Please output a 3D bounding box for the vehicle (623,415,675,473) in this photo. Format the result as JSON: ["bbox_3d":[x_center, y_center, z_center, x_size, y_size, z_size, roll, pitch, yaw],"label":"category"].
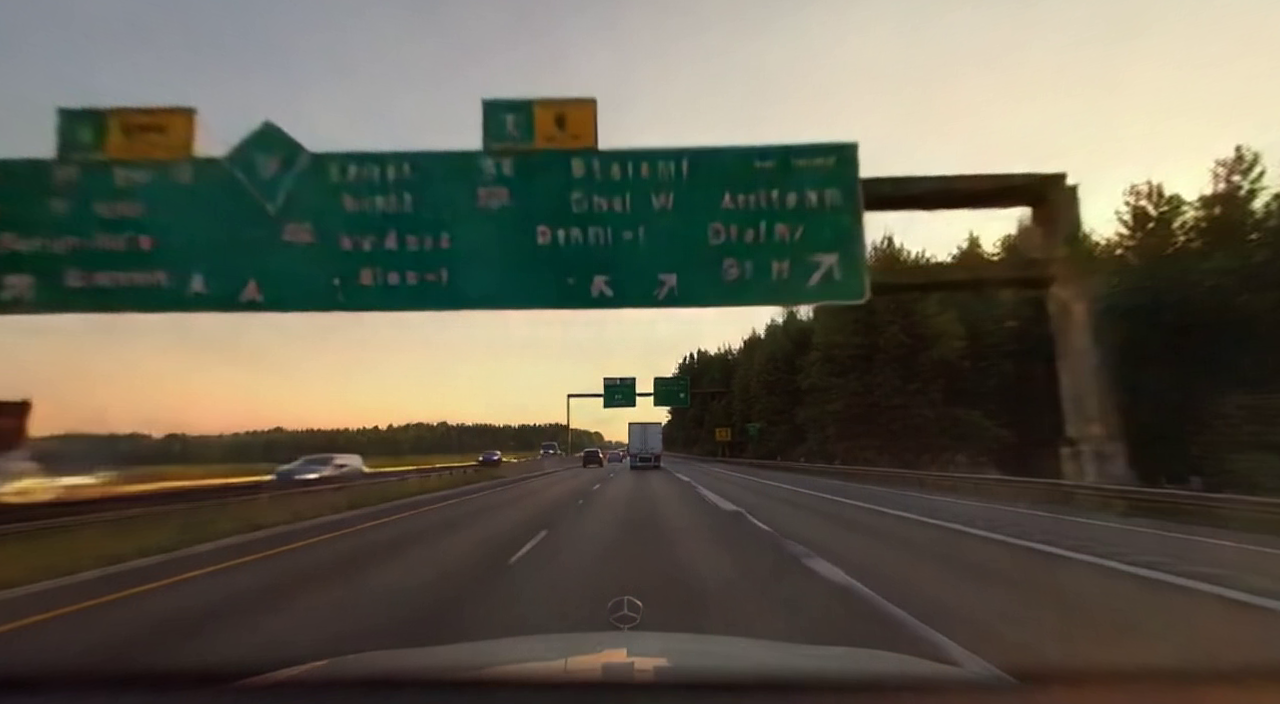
[{"bbox_3d":[0.340,7.360,49.982,3.341,3.725,18.015,0,-9,-1],"label":"vehicle"}]

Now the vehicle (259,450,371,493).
[{"bbox_3d":[-12.340,4.536,24.324,1.979,1.498,4.431,0,-9,-1],"label":"vehicle"}]
